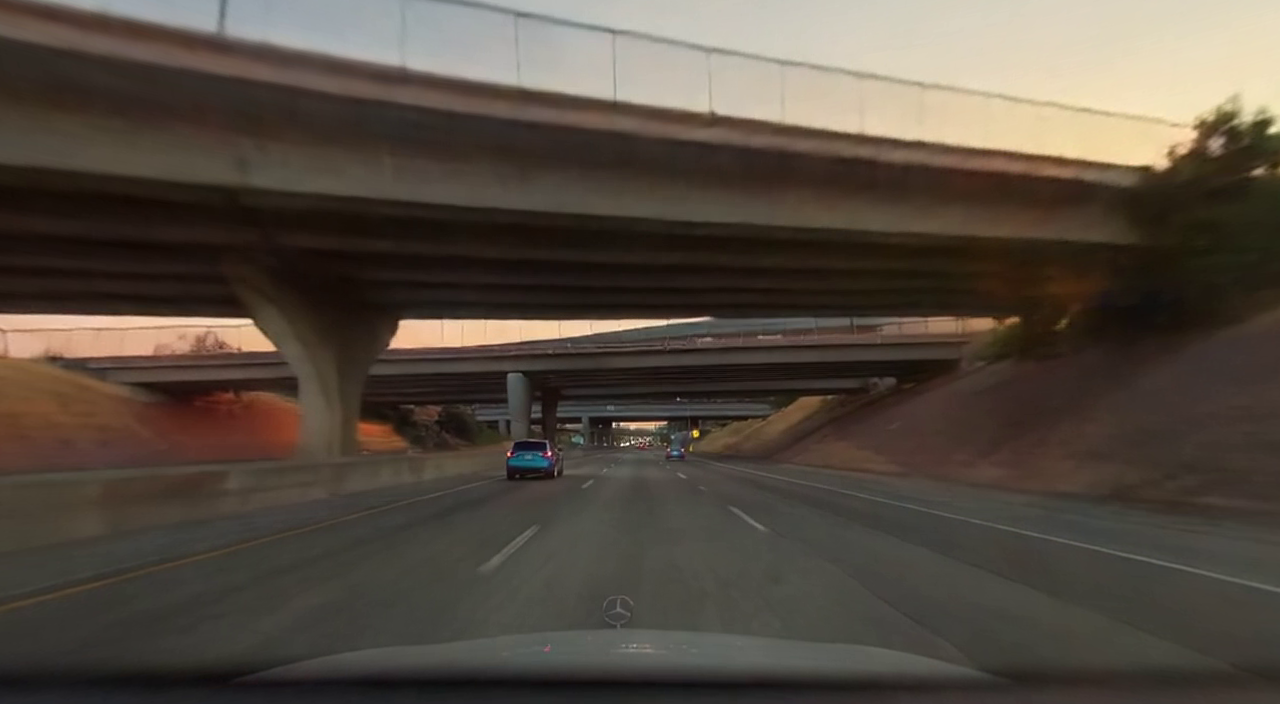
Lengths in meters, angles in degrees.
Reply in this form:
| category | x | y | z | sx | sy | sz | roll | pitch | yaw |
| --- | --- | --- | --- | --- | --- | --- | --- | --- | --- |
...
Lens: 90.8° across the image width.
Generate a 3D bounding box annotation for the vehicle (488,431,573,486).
| category | x | y | z | sx | sy | sz | roll | pitch | yaw |
| --- | --- | --- | --- | --- | --- | --- | --- | --- | --- |
| vehicle | -3.838 | 3.878 | 23.235 | 2.205 | 1.773 | 5.124 | 0 | -9 | 0 |
